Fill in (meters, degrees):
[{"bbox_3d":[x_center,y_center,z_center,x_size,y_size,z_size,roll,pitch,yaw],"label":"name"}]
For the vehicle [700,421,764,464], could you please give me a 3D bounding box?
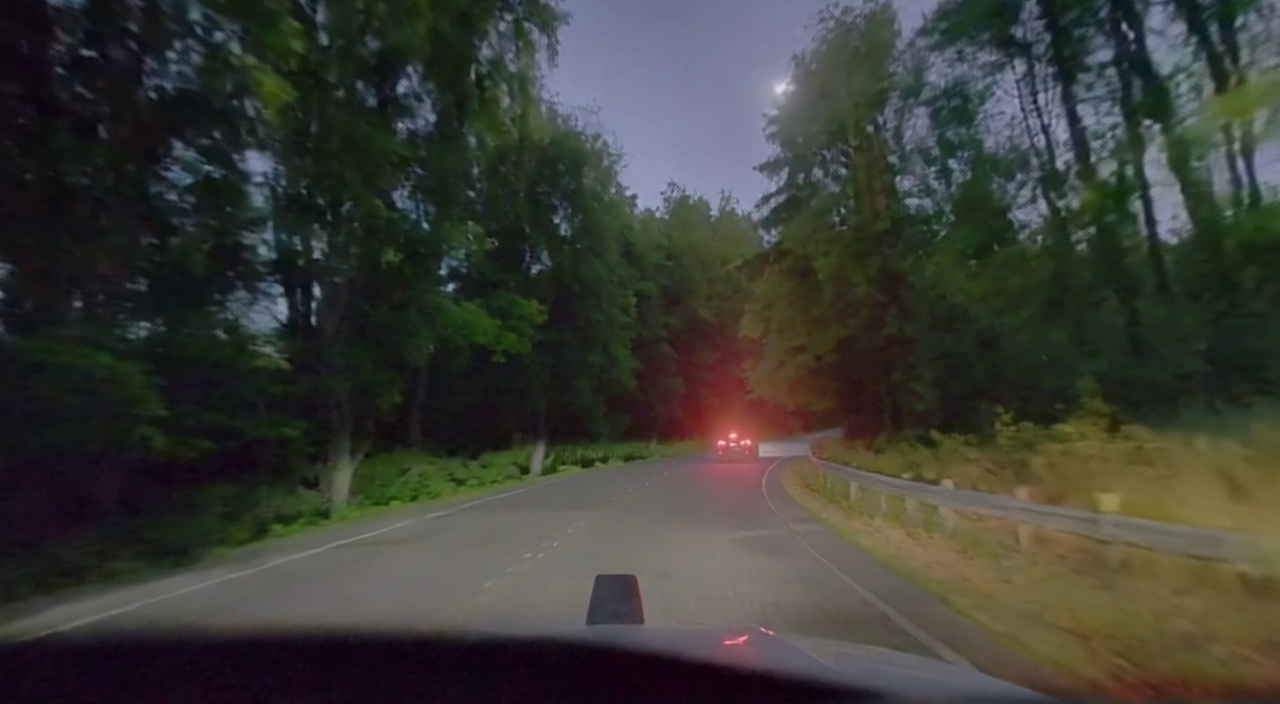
[{"bbox_3d":[4.768,4.627,31.946,2.469,1.953,5.605,-3,-9,15],"label":"vehicle"}]
